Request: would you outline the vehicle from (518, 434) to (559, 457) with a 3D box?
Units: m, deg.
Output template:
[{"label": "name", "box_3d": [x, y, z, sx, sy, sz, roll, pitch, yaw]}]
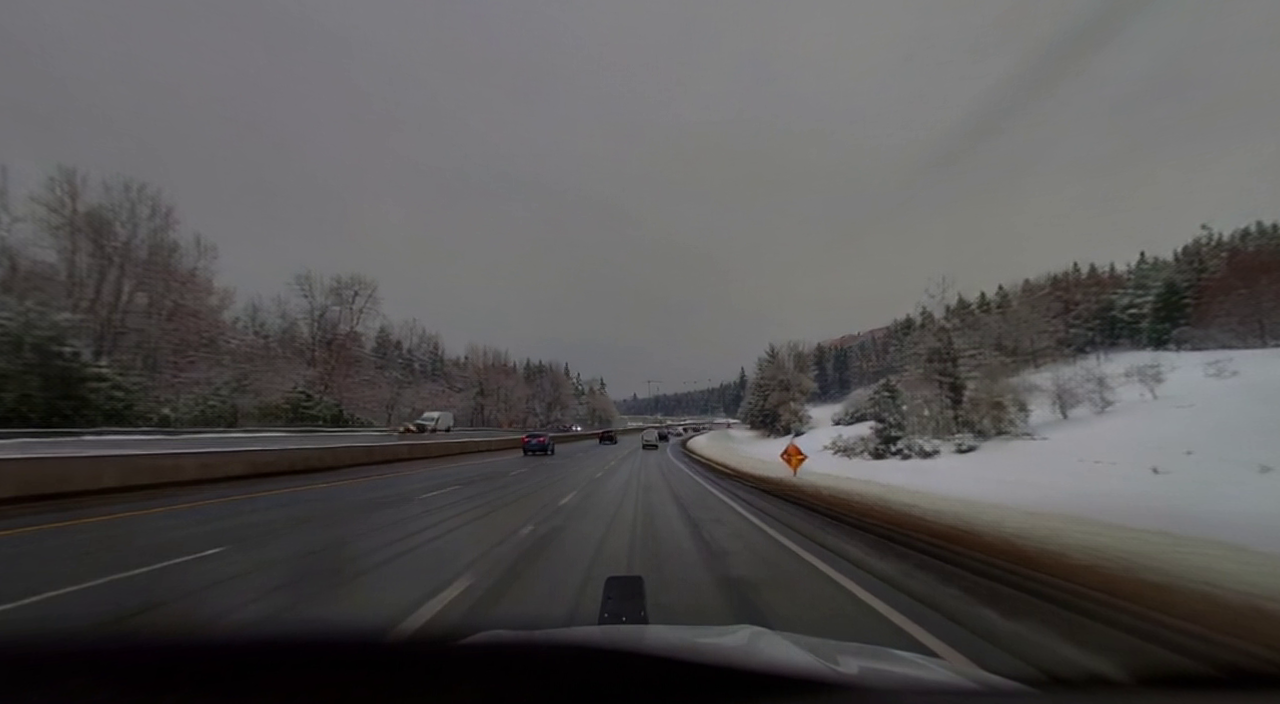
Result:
[{"label": "vehicle", "box_3d": [-6.857, 6.393, 43.082, 1.966, 1.488, 4.243, -1, -8, 2]}]
